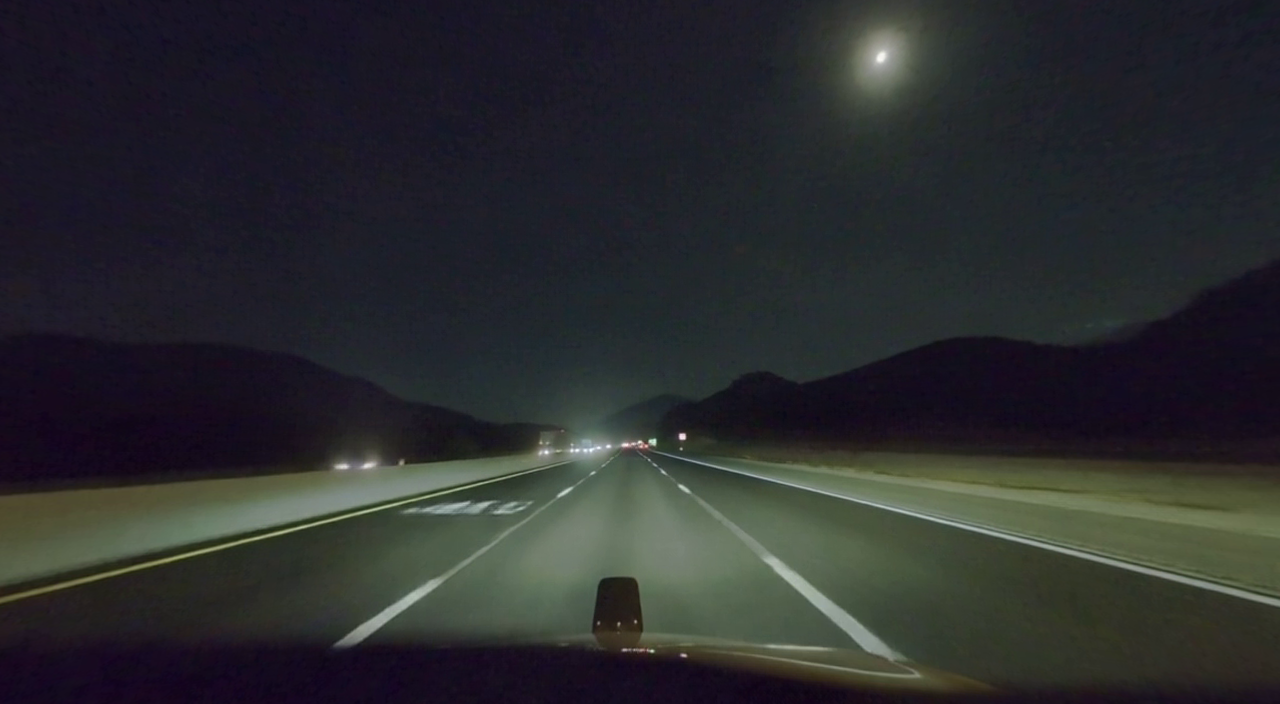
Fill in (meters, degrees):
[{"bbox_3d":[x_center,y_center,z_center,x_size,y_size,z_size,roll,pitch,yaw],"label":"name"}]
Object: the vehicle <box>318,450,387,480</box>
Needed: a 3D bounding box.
[{"bbox_3d":[-16.826,6.591,36.913,1.922,1.631,4.565,0,-9,-1],"label":"vehicle"}]
